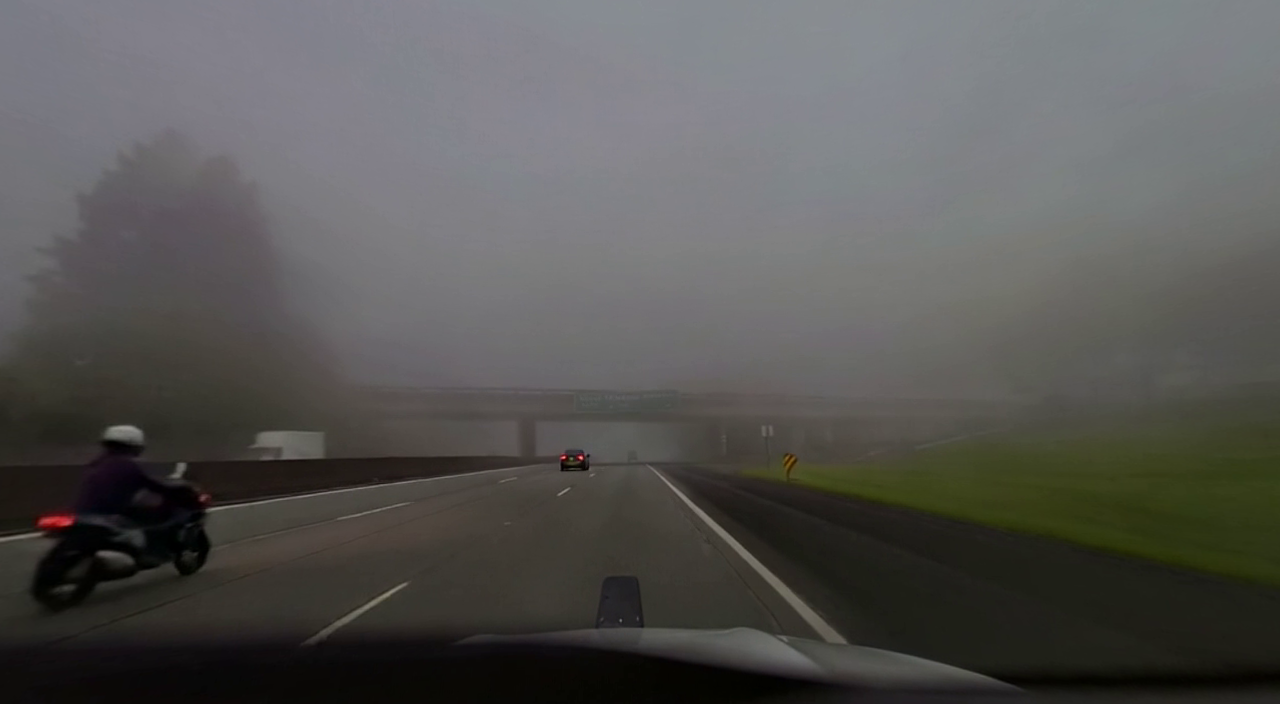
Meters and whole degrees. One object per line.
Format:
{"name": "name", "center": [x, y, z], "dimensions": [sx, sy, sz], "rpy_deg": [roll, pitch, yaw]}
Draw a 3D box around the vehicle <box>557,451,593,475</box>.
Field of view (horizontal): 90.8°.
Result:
{"name": "vehicle", "center": [-4.212, 7.246, 41.449], "dimensions": [1.992, 1.504, 4.117], "rpy_deg": [0, -9, 0]}
